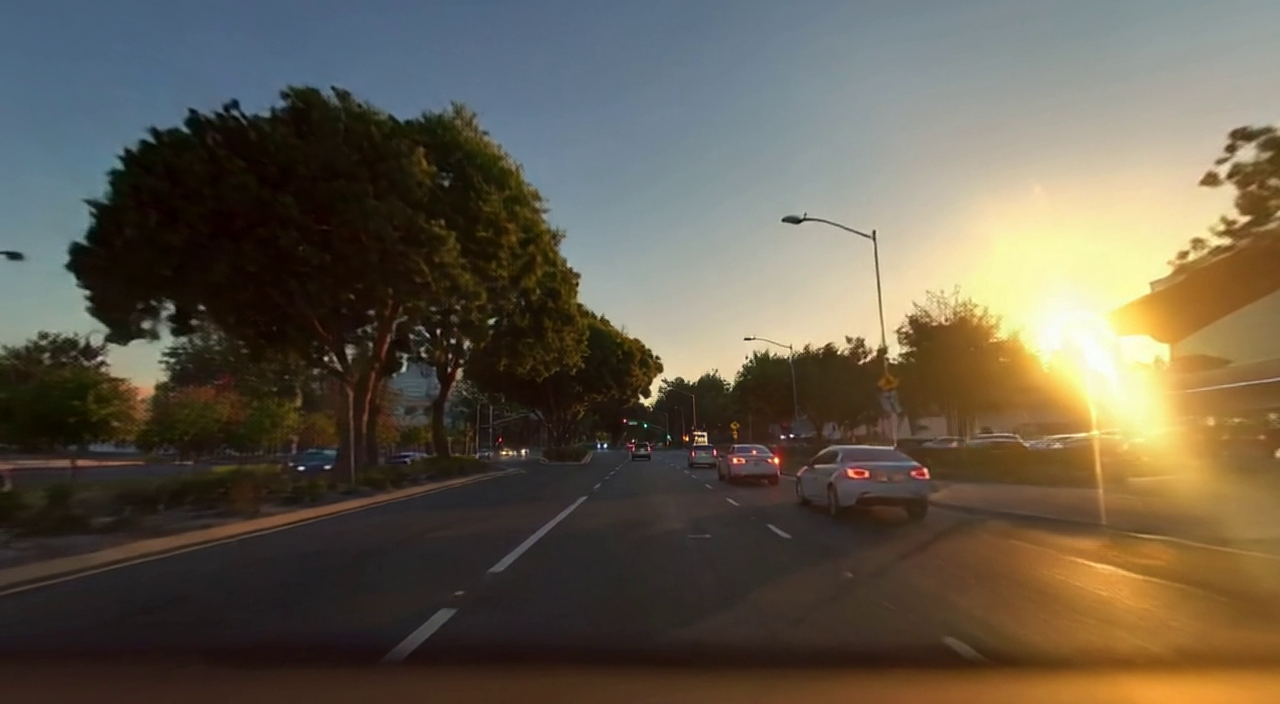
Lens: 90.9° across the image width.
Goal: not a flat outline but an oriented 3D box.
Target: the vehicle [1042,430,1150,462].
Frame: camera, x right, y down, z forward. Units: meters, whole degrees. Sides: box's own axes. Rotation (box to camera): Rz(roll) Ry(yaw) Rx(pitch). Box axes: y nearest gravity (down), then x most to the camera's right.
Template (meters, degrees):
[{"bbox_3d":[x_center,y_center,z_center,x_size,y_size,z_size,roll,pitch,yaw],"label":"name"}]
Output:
[{"bbox_3d":[23.444,4.854,32.499,1.837,1.536,4.036,6,-11,-37],"label":"vehicle"}]

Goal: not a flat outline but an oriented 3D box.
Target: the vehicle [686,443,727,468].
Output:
[{"bbox_3d":[4.103,6.469,39.726,1.939,1.474,4.716,0,-8,-1],"label":"vehicle"}]

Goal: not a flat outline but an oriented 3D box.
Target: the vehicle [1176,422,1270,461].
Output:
[{"bbox_3d":[28.944,4.453,31.279,3.978,1.515,1.859,-2,-8,-25],"label":"vehicle"}]

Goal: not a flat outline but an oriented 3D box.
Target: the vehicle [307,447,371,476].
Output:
[{"bbox_3d":[-17.286,6.267,36.407,1.764,1.563,3.872,0,-8,0],"label":"vehicle"}]

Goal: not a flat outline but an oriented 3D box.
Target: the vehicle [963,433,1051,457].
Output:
[{"bbox_3d":[23.837,6.071,41.109,1.826,1.424,4.544,4,-10,-28],"label":"vehicle"}]

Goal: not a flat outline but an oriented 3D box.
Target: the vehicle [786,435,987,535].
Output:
[{"bbox_3d":[4.166,2.293,11.533,1.913,1.463,4.198,0,-8,-1],"label":"vehicle"}]

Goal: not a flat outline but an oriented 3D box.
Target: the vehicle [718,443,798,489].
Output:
[{"bbox_3d":[4.000,3.918,22.089,1.872,1.431,4.270,0,-8,-2],"label":"vehicle"}]
